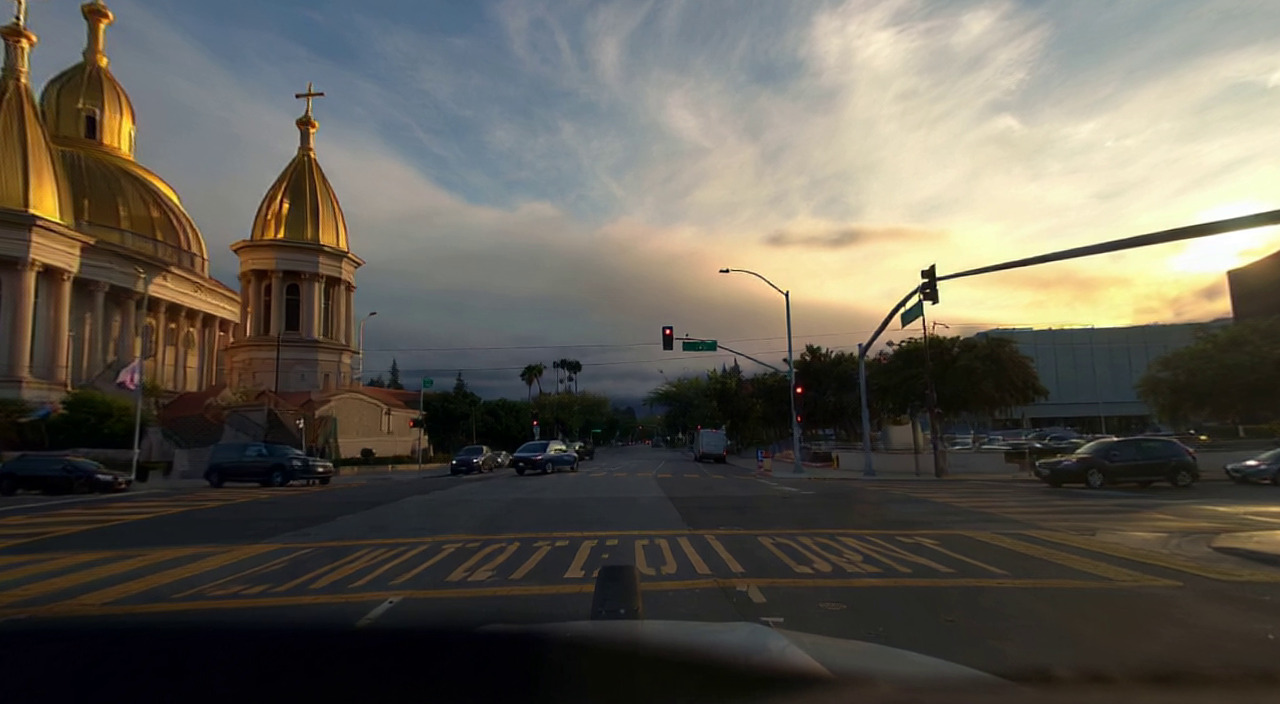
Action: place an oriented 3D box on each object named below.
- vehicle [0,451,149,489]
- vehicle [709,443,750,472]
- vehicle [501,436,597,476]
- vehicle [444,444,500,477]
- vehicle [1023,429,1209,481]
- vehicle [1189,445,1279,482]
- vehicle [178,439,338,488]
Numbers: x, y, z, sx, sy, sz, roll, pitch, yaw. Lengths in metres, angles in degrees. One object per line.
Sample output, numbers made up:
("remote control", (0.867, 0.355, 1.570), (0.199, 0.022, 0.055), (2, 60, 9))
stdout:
("vehicle", (-23.386, 4.888, 26.209), (4.479, 1.476, 1.873), (0, -8, 2))
("vehicle", (5.820, 6.859, 41.480), (1.969, 1.776, 4.329), (0, -8, -2))
("vehicle", (-4.135, 4.854, 29.706), (2.223, 1.692, 4.688), (-4, -9, 25))
("vehicle", (-10.244, 6.613, 38.923), (2.076, 1.876, 4.669), (0, -8, 1))
("vehicle", (19.832, 4.317, 26.575), (5.852, 2.057, 2.361), (0, -8, 1))
("vehicle", (26.335, 4.671, 26.667), (4.561, 1.475, 1.850), (0, -8, 0))
("vehicle", (-14.069, 4.110, 23.517), (4.567, 1.724, 2.051), (0, -8, -1))
